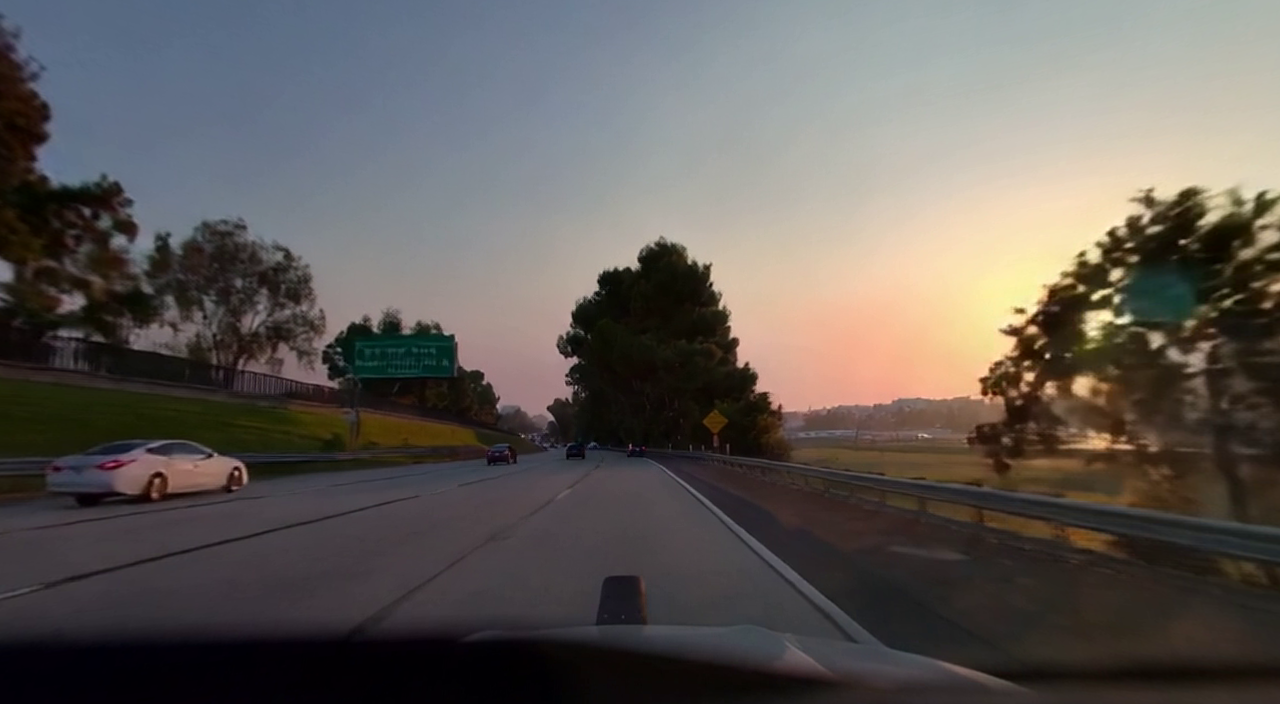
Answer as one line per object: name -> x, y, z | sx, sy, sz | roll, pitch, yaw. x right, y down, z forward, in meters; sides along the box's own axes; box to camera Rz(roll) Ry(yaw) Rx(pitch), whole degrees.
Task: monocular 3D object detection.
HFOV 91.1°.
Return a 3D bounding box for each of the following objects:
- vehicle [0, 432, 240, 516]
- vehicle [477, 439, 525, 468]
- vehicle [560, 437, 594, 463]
vehicle -> -11.380, 2.556, 13.722 | 2.056, 1.489, 4.852 | 0, -9, 0
vehicle -> -8.360, 6.144, 38.197 | 2.015, 1.651, 4.432 | 0, -9, -1
vehicle -> -4.633, 7.243, 46.545 | 2.138, 1.833, 4.622 | 0, -9, -1
